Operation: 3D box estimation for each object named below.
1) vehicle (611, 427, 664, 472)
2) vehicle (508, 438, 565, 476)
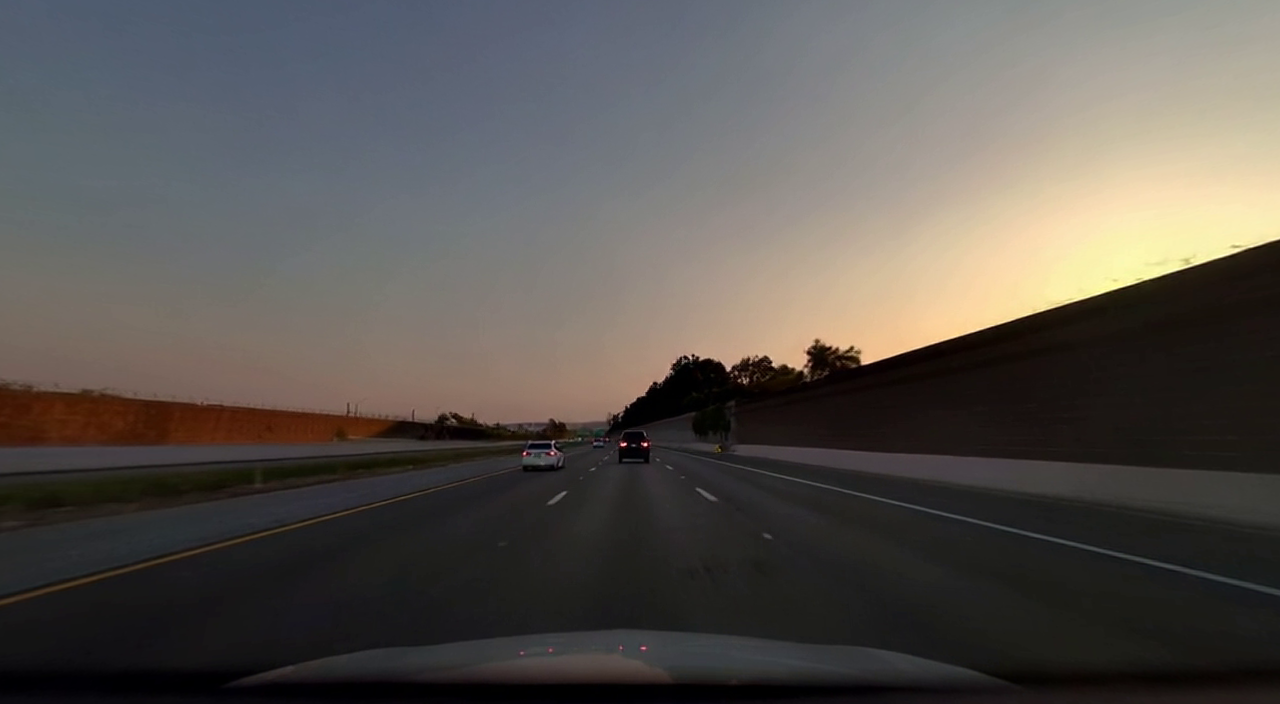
[{"bbox_3d":[-0.166,4.719,30.653,2.382,1.973,4.439,0,-8,-1],"label":"vehicle"},{"bbox_3d":[-4.462,4.557,27.612,1.945,1.550,3.780,0,-8,-1],"label":"vehicle"}]
